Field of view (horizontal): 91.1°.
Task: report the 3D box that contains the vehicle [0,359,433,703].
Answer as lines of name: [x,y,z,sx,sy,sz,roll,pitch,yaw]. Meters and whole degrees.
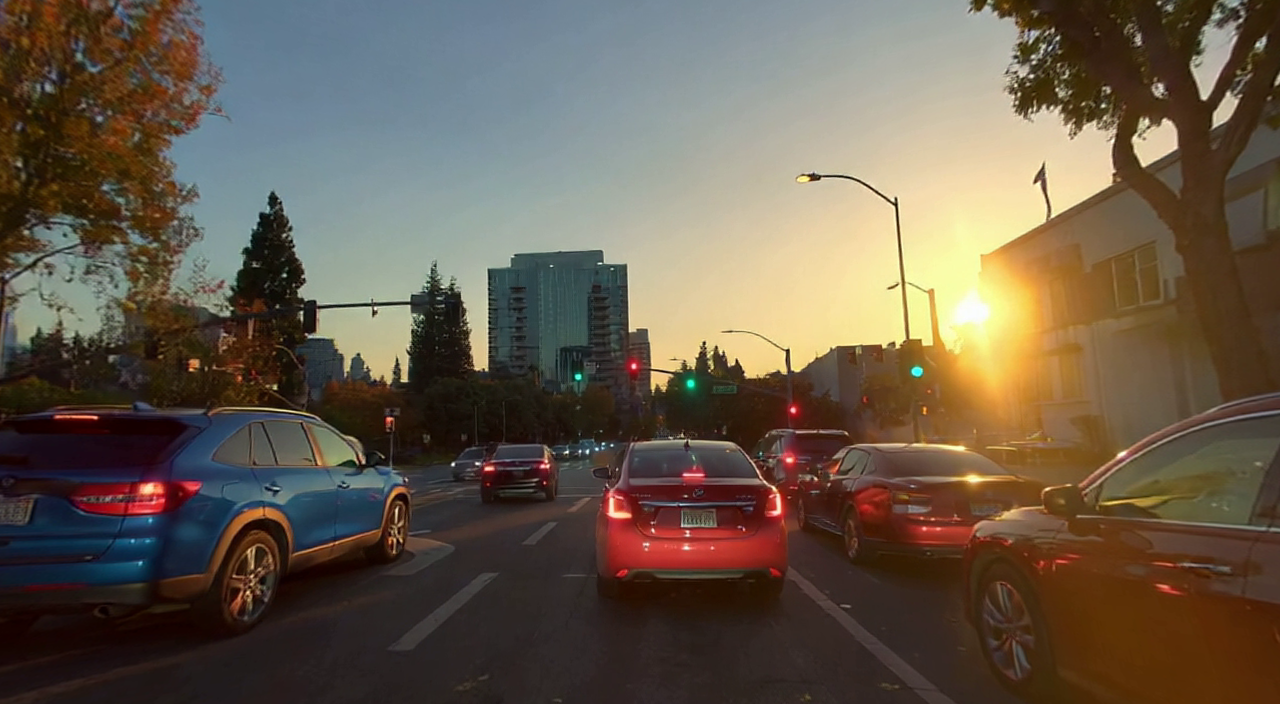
vehicle: [-3.467,1.227,5.287,1.889,1.767,4.289,0,-8,1]

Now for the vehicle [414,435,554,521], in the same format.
vehicle: [-3.074,2.567,13.311,1.868,1.516,4.114,0,-8,1]

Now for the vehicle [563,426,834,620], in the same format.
vehicle: [0.438,1.598,6.798,2.051,1.460,3.932,0,-8,0]

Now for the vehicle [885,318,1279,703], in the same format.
vehicle: [3.046,0.919,3.049,1.880,1.747,4.500,0,-8,0]
